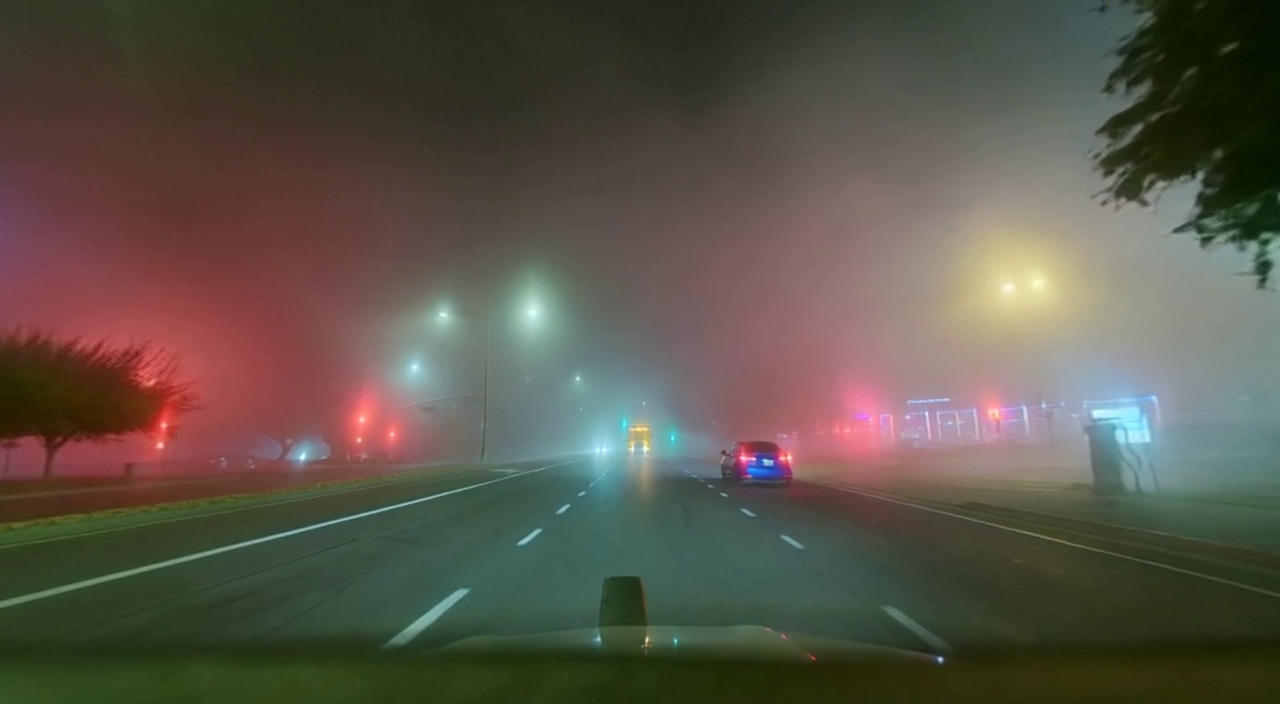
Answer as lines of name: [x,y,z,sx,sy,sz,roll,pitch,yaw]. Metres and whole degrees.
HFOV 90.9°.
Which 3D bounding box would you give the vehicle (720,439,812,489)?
vehicle: [4.013,3.660,20.968,2.005,1.442,4.675,0,-8,-1]
